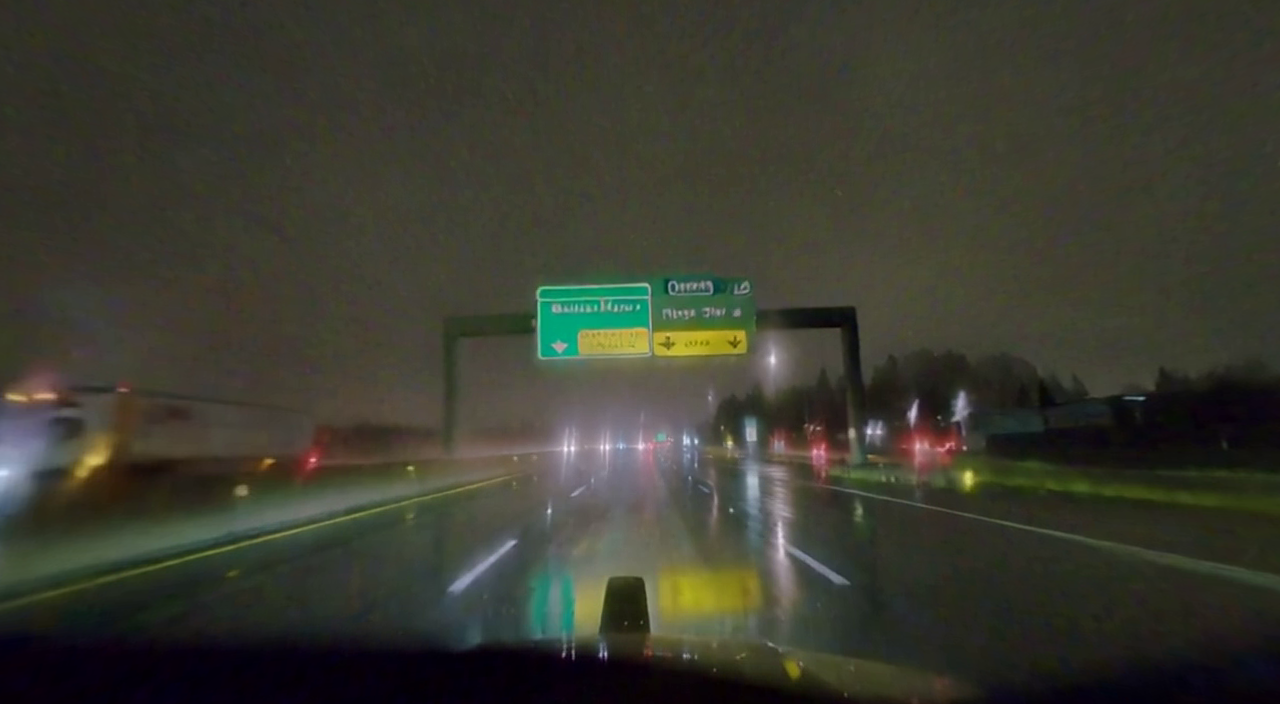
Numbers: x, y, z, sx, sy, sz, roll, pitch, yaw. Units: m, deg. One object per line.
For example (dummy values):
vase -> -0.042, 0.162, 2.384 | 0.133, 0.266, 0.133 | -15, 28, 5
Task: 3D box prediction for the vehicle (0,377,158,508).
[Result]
vehicle -> -20.531, 3.108, 21.500 | 2.951, 3.866, 6.101 | 0, -8, 0
